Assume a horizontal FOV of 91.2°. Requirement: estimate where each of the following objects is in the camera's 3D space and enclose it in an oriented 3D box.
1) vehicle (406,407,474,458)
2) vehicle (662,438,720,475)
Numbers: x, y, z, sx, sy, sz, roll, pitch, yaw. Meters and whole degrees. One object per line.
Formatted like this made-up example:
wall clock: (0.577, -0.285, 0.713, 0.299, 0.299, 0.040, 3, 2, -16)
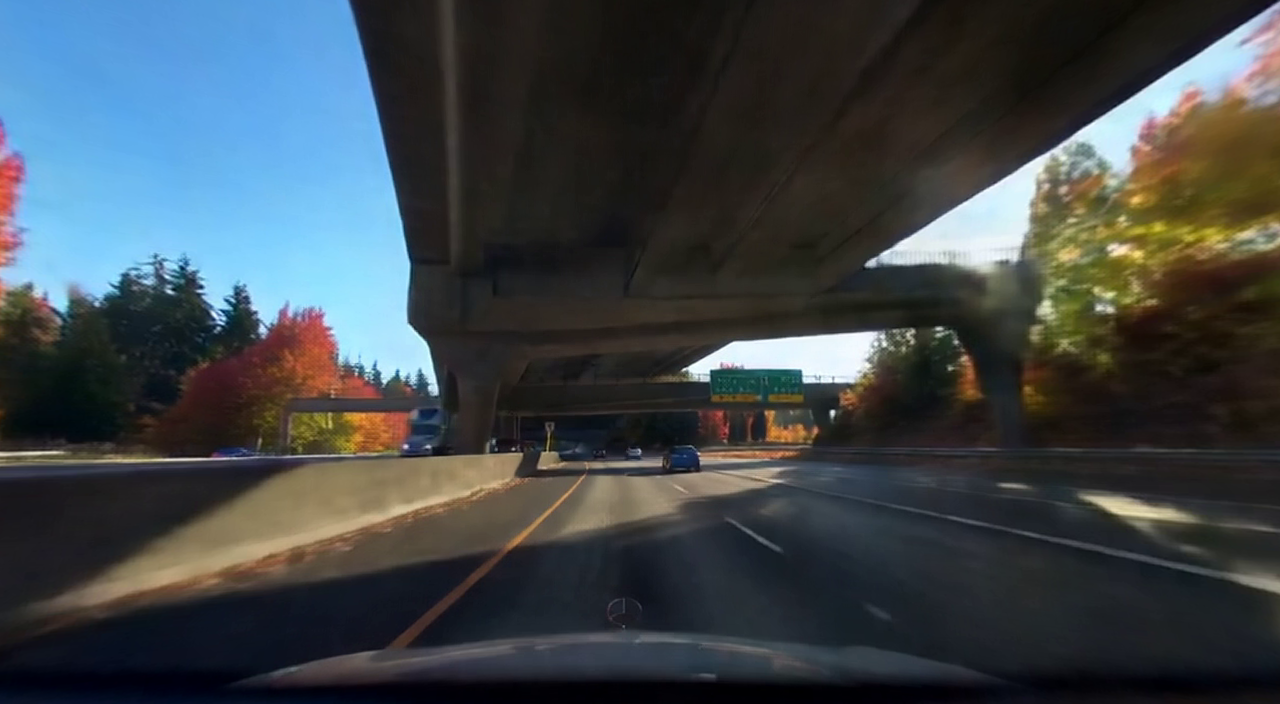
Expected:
vehicle: (-15.479, 6.442, 49.317, 2.932, 3.621, 8.904, 0, -9, -4)
vehicle: (2.401, 5.138, 30.921, 2.337, 1.633, 4.222, 0, -9, -2)
